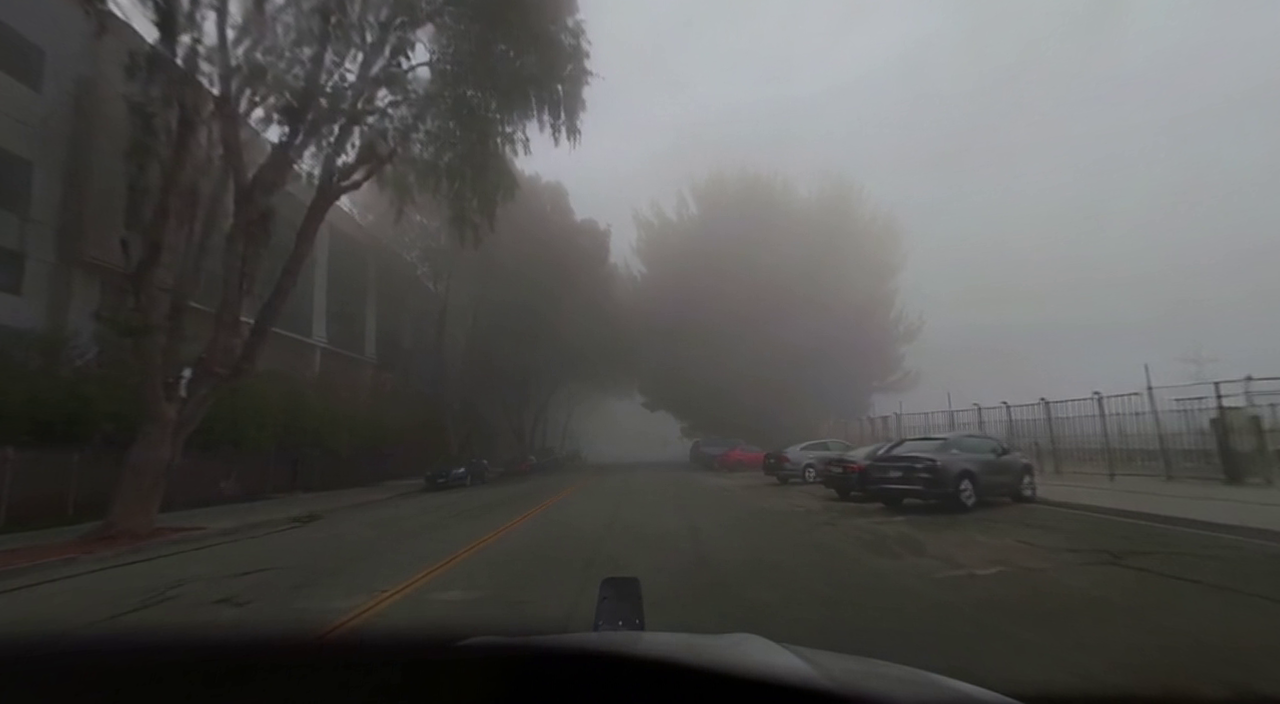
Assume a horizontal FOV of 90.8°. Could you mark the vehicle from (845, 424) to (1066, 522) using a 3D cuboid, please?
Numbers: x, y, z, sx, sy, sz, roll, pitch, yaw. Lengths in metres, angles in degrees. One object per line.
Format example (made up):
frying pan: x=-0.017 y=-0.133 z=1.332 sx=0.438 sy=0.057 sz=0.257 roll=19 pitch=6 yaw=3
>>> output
vehicle: x=6.421 y=2.365 z=12.837 sx=3.954 sy=1.666 sz=2.213 roll=6 pitch=-10 yaw=-33

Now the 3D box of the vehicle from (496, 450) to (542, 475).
vehicle: x=-7.815 y=7.199 z=41.383 sx=1.911 sy=1.497 sz=4.738 roll=0 pitch=-8 yaw=2

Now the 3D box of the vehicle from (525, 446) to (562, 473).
vehicle: x=-7.324 y=8.157 z=48.367 sx=1.957 sy=1.693 sz=4.588 roll=-2 pitch=-6 yaw=1

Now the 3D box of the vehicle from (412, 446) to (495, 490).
vehicle: x=-7.798 y=4.852 z=26.900 sx=2.172 sy=1.707 sz=4.273 roll=0 pitch=-8 yaw=1
